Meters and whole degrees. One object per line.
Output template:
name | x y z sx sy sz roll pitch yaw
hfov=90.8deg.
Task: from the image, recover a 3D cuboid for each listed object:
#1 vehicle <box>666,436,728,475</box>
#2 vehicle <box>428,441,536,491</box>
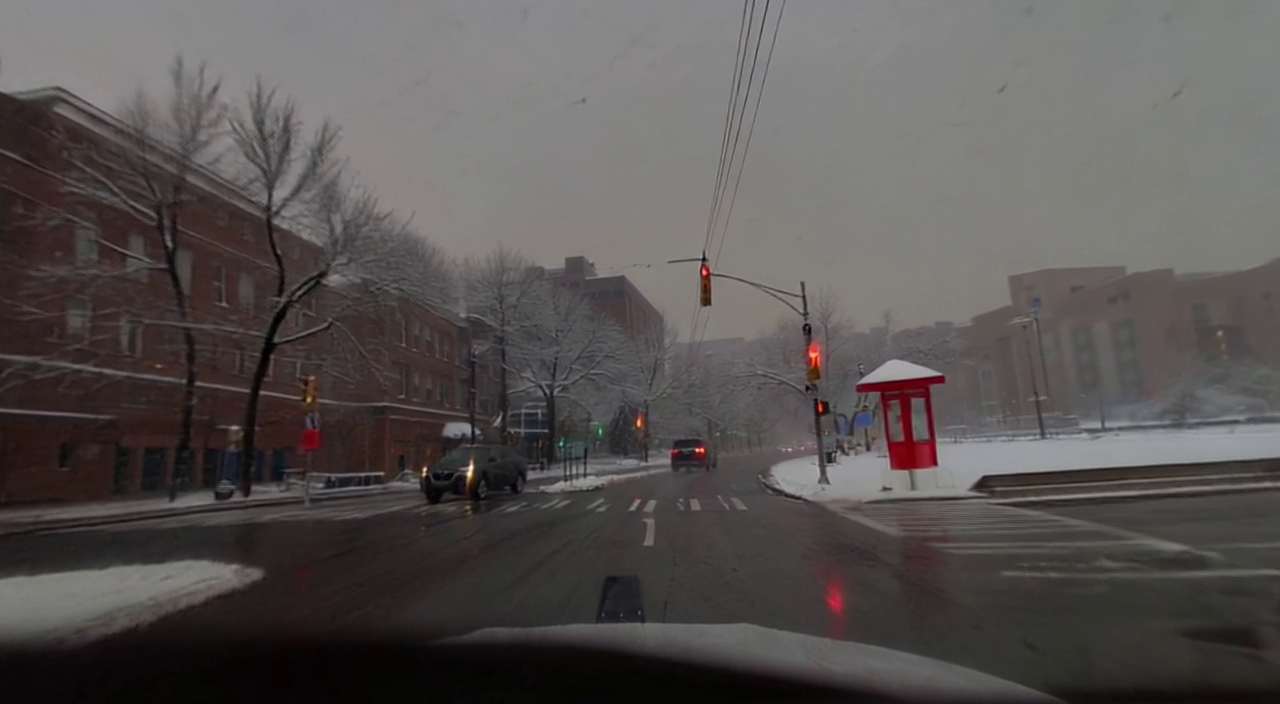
vehicle | 2.826 4.974 30.336 2.101 1.721 4.364 -3 -10 16
vehicle | -5.920 4.344 24.326 2.017 1.684 4.483 -3 -10 16
